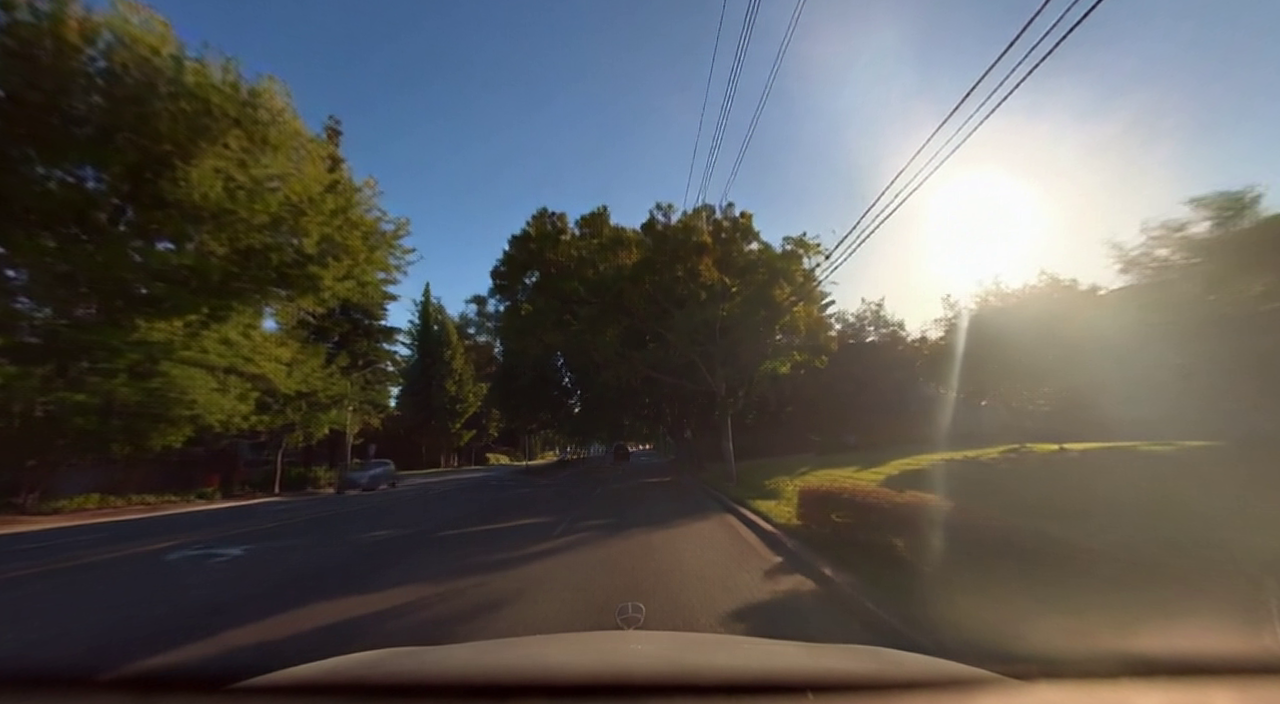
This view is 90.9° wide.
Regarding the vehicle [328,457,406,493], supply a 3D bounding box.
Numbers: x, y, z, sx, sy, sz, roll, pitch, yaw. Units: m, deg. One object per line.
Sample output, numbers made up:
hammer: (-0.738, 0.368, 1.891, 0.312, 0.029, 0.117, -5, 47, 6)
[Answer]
vehicle: (-14.178, 6.389, 33.071, 1.996, 1.695, 4.635, 0, -9, 0)
